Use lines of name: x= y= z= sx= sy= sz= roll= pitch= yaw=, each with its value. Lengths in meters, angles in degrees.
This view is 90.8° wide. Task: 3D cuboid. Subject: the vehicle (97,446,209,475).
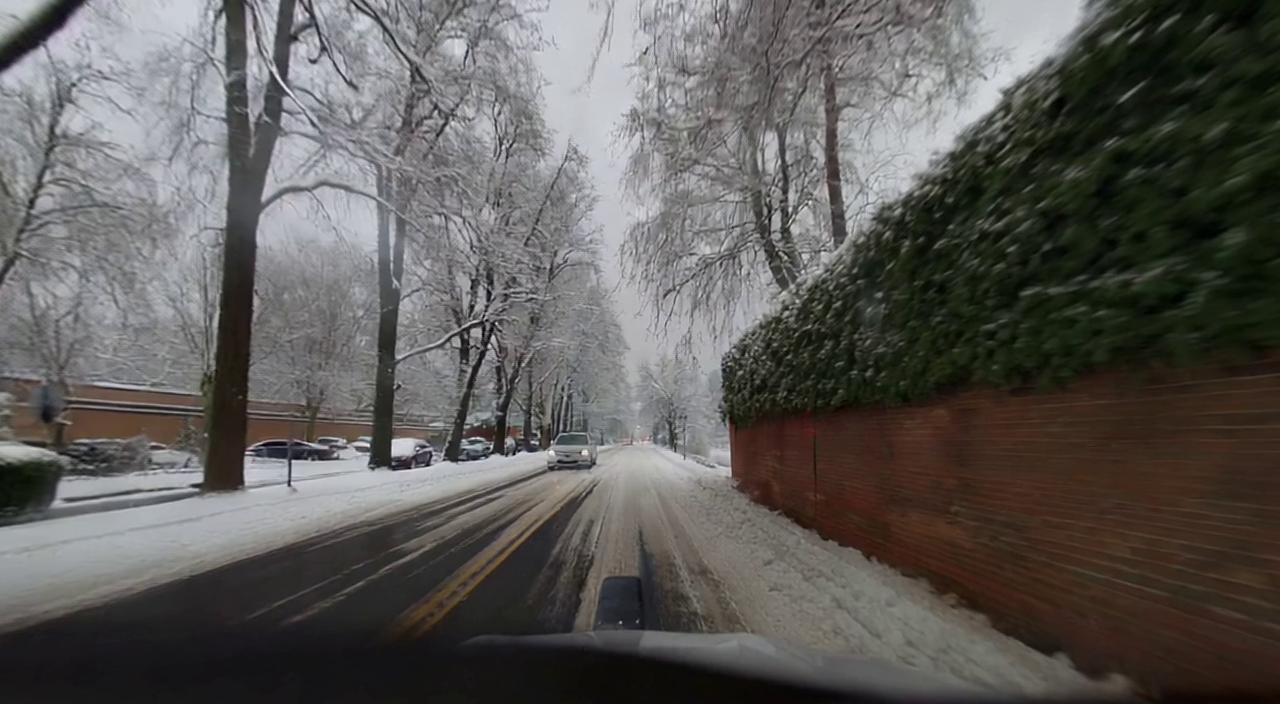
vehicle: x=-26.017 y=5.795 z=33.868 sx=4.374 sy=1.455 sz=1.918 roll=0 pitch=-8 yaw=0

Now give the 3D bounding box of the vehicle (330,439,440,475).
vehicle: x=-13.340 y=5.513 z=33.287 sx=4.870 sy=1.767 sz=2.120 roll=-1 pitch=-8 yaw=2

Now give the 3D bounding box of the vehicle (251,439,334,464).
vehicle: x=-26.315 y=7.541 z=47.958 sx=5.143 sy=1.793 sz=2.032 roll=-1 pitch=-8 yaw=2

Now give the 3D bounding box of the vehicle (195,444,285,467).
vehicle: x=-26.994 y=6.975 z=42.732 sx=4.736 sy=1.516 sz=1.937 roll=0 pitch=-8 yaw=1

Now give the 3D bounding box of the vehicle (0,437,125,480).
vehicle: x=-26.431 y=4.765 z=28.347 sx=4.725 sy=1.828 sz=2.006 roll=0 pitch=-8 yaw=-2

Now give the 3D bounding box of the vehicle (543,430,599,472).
vehicle: x=-3.020 y=4.457 z=28.541 sx=2.047 sy=1.725 sz=4.288 roll=0 pitch=-8 yaw=0
